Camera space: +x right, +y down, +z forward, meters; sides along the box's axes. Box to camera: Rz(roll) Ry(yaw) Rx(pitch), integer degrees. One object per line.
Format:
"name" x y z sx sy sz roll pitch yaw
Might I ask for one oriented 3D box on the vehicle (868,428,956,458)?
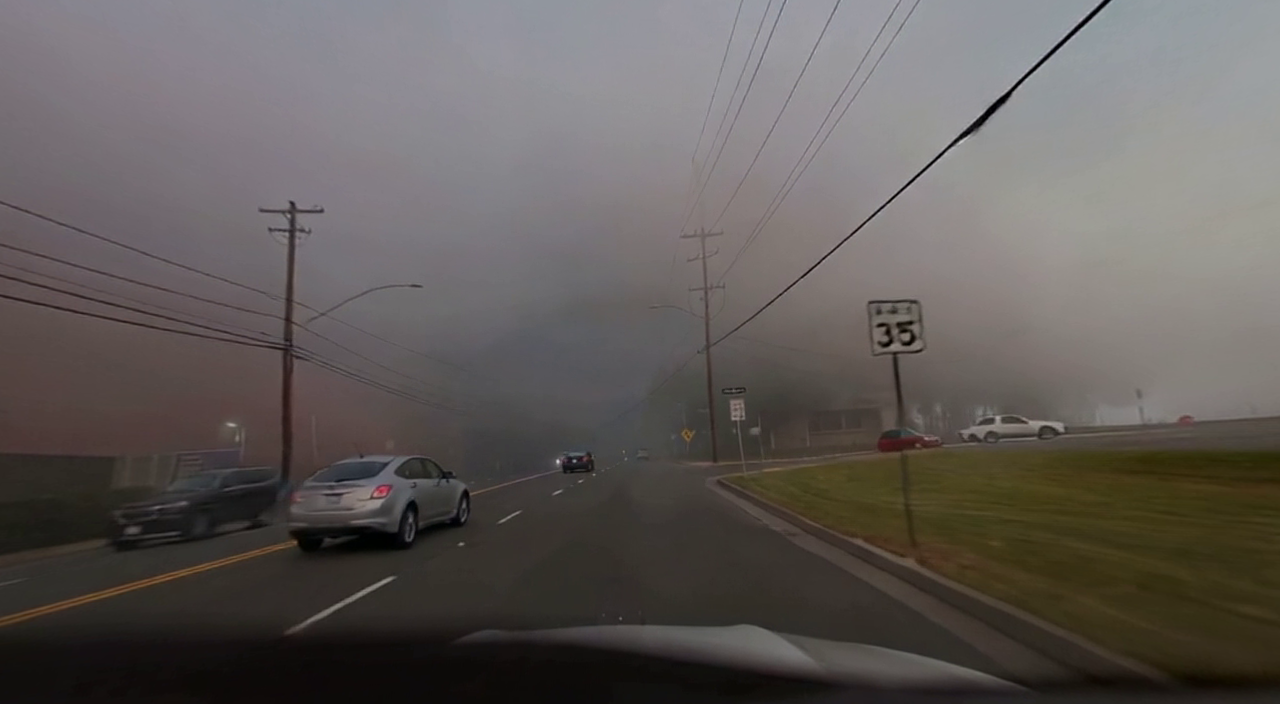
"vehicle" 14.188 4.783 33.101 3.830 1.474 1.771 -2 -9 9

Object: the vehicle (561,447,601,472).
"vehicle" -3.569 6.577 38.856 1.943 1.455 4.414 -1 -9 2

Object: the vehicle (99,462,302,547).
"vehicle" -11.262 3.871 16.696 2.097 1.581 4.583 -7 -9 0

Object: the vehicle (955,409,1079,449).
"vehicle" 19.142 3.986 32.333 4.817 1.919 2.308 -1 -9 8

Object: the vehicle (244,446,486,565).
"vehicle" -3.953 2.240 10.104 1.704 1.430 4.587 0 -9 1
